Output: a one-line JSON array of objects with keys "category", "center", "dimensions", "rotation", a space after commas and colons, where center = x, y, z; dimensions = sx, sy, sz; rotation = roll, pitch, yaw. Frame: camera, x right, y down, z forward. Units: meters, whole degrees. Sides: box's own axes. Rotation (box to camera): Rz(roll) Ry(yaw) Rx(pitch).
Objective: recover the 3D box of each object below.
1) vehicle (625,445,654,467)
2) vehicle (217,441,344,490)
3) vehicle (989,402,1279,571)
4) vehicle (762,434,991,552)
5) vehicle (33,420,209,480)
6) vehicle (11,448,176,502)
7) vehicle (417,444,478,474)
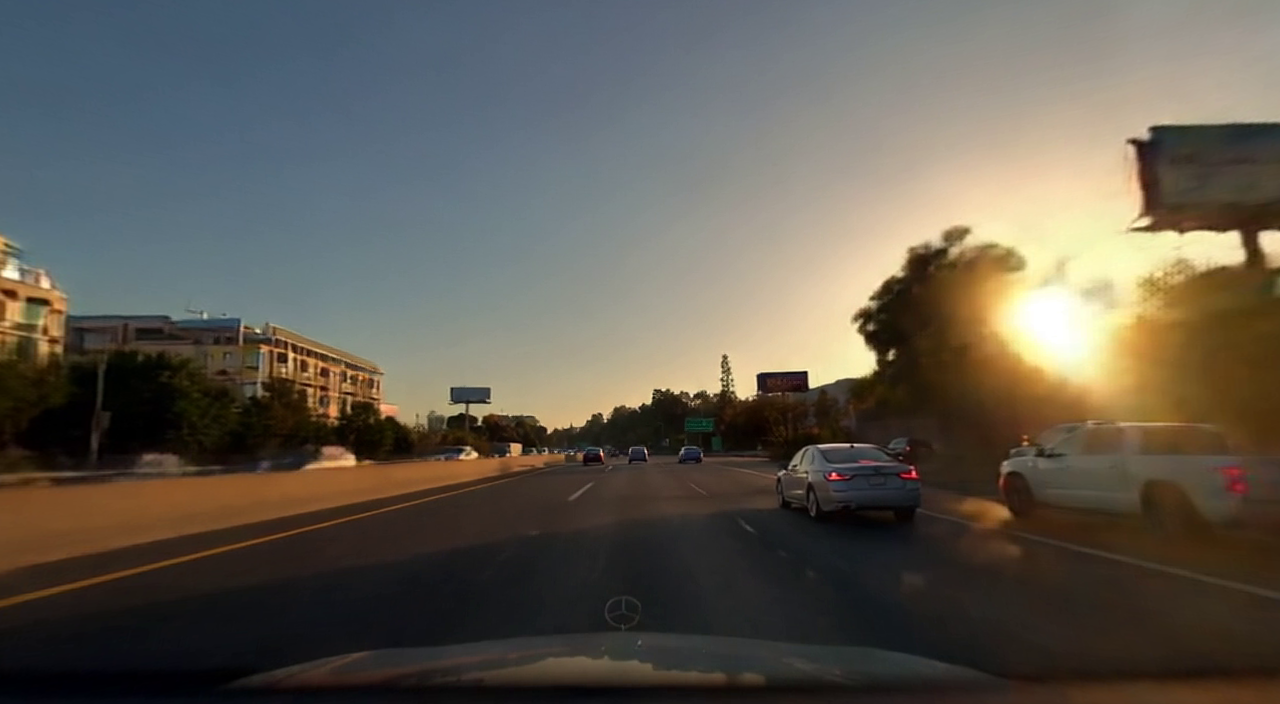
[{"category": "vehicle", "center": [-0.117, 8.192, 49.895], "dimensions": [2.191, 1.685, 4.015], "rotation": [0, -9, -1]}, {"category": "vehicle", "center": [-13.311, 4.214, 23.812], "dimensions": [2.009, 1.635, 4.827], "rotation": [0, -9, -1]}, {"category": "vehicle", "center": [7.624, 1.812, 9.250], "dimensions": [2.176, 1.793, 4.841], "rotation": [0, -9, -1]}, {"category": "vehicle", "center": [3.529, 2.183, 10.534], "dimensions": [1.987, 1.509, 4.512], "rotation": [0, -9, -1]}, {"category": "vehicle", "center": [-35.883, 6.907, 44.644], "dimensions": [2.924, 3.683, 11.318], "rotation": [0, -9, -1]}, {"category": "vehicle", "center": [-17.957, 4.014, 21.080], "dimensions": [1.835, 1.592, 4.076], "rotation": [0, -9, -1]}, {"category": "vehicle", "center": [-11.536, 6.424, 38.222], "dimensions": [2.031, 1.625, 5.415], "rotation": [0, -9, 0]}]
